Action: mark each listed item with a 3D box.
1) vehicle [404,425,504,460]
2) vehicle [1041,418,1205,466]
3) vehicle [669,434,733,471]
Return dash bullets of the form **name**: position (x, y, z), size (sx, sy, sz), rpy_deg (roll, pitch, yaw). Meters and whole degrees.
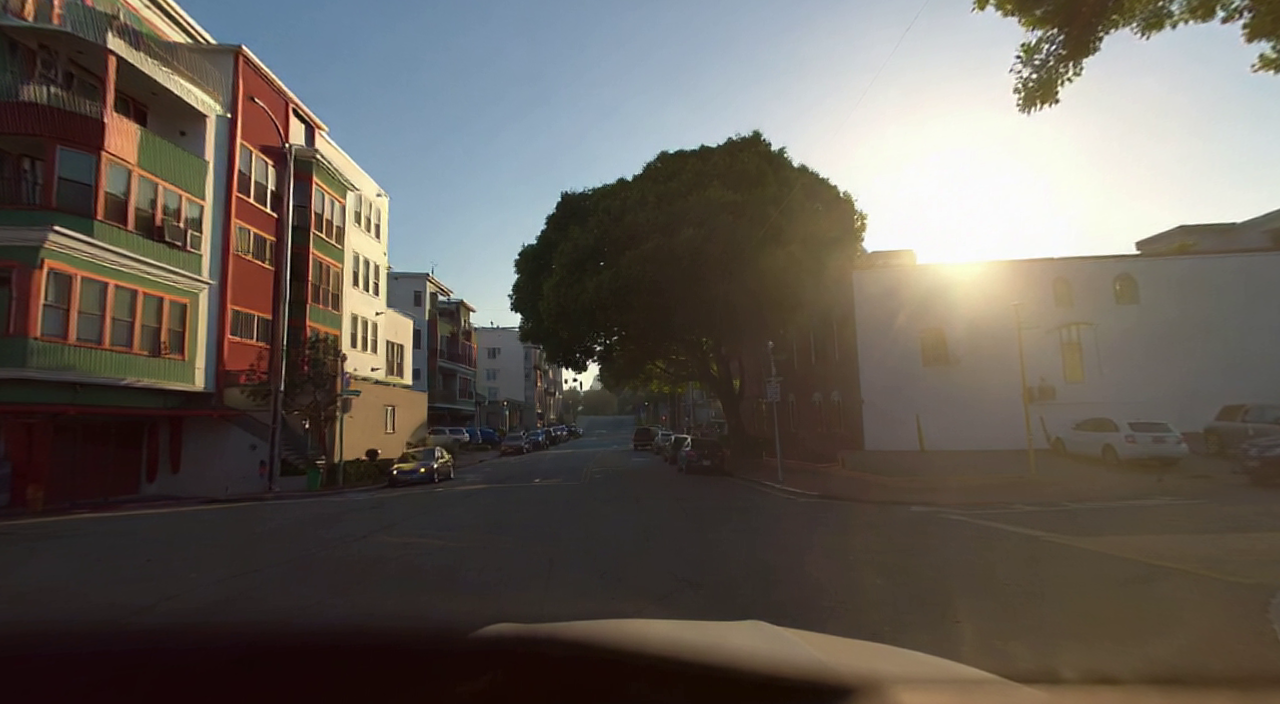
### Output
- **vehicle**: position (-11.425, 5.593, 38.880), size (5.540, 1.950, 2.113), rpy_deg (4, -12, -28)
- **vehicle**: position (15.323, 2.881, 20.145), size (3.752, 1.453, 1.709), rpy_deg (0, -9, 2)
- **vehicle**: position (2.506, 4.311, 27.134), size (2.290, 1.456, 4.503), rpy_deg (0, -8, -1)
